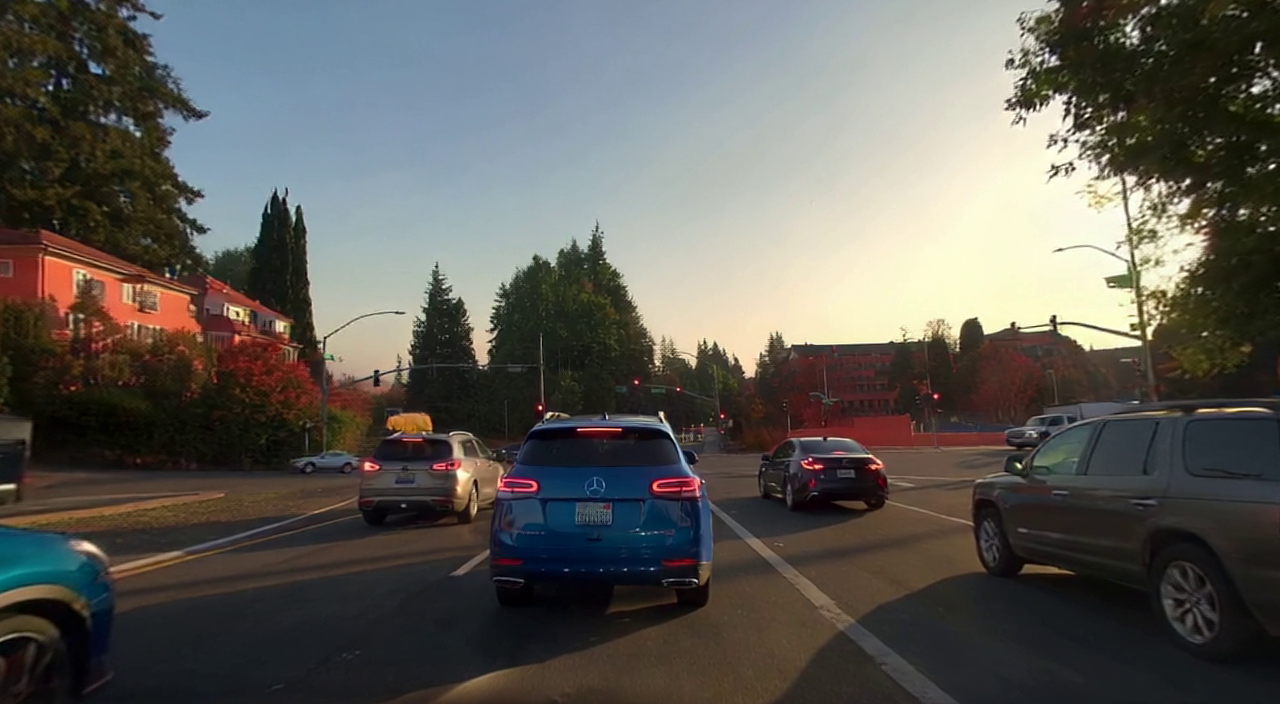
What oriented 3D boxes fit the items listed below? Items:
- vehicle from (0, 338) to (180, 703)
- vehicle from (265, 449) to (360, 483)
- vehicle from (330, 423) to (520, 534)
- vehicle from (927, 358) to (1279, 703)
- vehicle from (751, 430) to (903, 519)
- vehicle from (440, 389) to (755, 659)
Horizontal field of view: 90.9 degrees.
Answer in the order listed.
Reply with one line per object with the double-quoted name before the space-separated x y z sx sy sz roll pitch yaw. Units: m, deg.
"vehicle" -3.467 0.617 0.979 2.047 1.741 4.470 0 -8 1
"vehicle" -15.572 5.432 30.306 1.989 1.461 4.615 0 -8 2
"vehicle" -3.767 2.290 12.039 2.012 1.701 4.316 0 -8 1
"vehicle" 4.152 1.194 4.852 2.014 1.740 4.515 -1 -8 4
"vehicle" 3.637 2.440 13.053 1.847 1.554 3.885 0 -8 -2
"vehicle" -0.167 1.397 6.158 2.022 1.700 4.084 0 -8 3
